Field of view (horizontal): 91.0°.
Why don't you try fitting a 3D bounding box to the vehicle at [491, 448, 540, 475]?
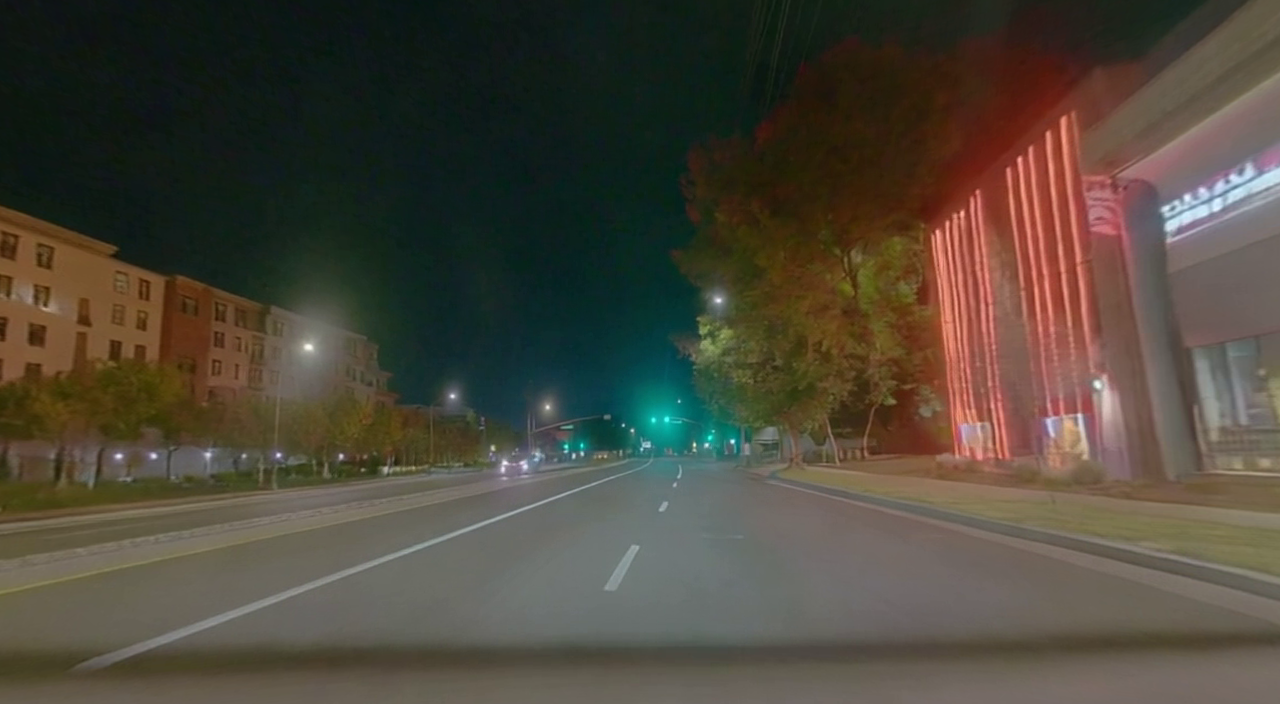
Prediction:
[{"bbox_3d":[-8.893,7.846,45.373,2.209,1.773,4.481,-1,-9,5],"label":"vehicle"}]
